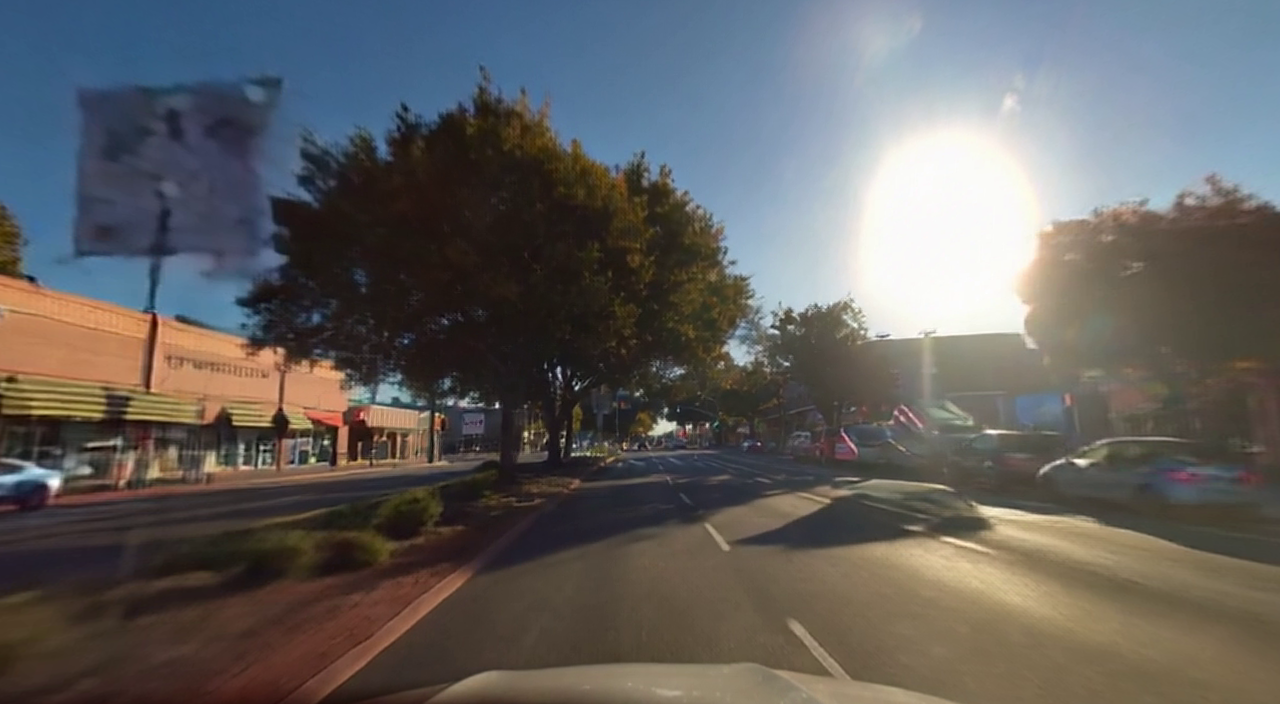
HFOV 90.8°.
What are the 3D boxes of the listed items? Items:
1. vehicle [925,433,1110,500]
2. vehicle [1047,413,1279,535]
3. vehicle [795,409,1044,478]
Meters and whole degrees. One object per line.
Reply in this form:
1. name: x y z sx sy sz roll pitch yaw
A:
1. vehicle: 9.755 2.992 16.907 1.876 1.511 4.726 0 -9 -2
2. vehicle: 9.949 2.158 11.694 1.925 1.808 4.255 0 -9 0
3. vehicle: 9.844 3.573 23.715 6.552 2.004 6.229 -2 -11 2
